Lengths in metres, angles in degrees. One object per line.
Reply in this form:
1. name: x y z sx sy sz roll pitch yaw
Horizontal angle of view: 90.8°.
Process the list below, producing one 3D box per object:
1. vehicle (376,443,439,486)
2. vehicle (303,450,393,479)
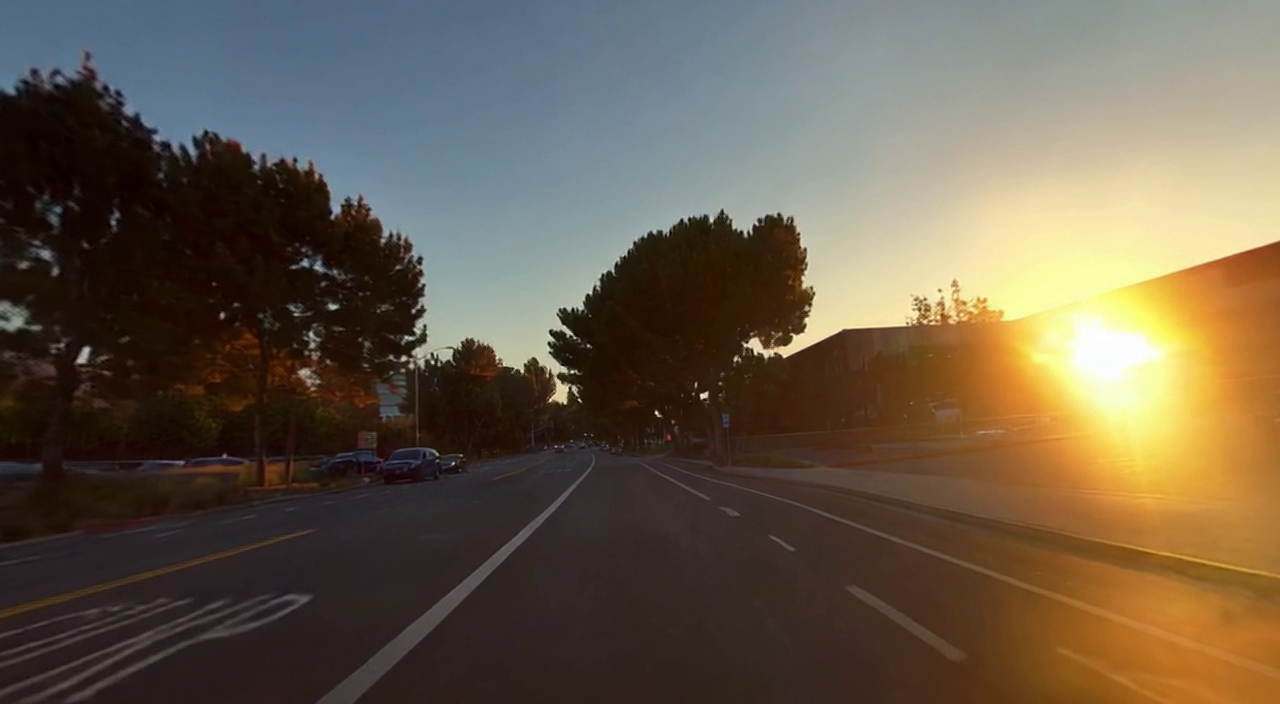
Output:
1. vehicle: -14.082 6.786 38.571 2.314 2.144 5.403 -3 -7 -6
2. vehicle: -20.467 7.888 44.438 5.168 1.886 2.283 0 -8 1
